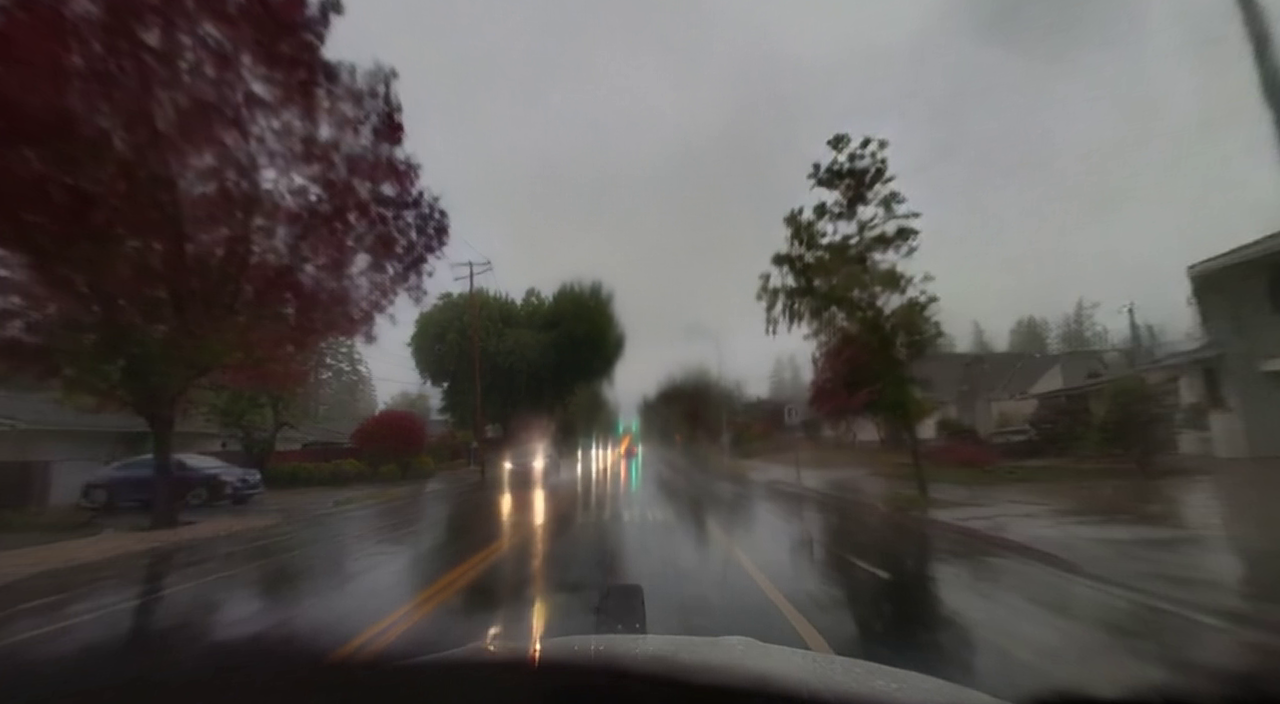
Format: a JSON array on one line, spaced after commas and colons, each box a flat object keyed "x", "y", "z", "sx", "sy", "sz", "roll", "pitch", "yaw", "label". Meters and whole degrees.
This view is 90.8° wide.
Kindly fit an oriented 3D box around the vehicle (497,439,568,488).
[{"x": -4.155, "y": 4.360, "z": 25.166, "sx": 2.055, "sy": 1.757, "sz": 4.494, "roll": 0, "pitch": -8, "yaw": 0, "label": "vehicle"}]

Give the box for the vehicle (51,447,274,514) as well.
[{"x": -13.744, "y": 3.697, "z": 18.472, "sx": 4.607, "sy": 1.772, "sz": 2.261, "roll": 0, "pitch": -8, "yaw": -1, "label": "vehicle"}]
